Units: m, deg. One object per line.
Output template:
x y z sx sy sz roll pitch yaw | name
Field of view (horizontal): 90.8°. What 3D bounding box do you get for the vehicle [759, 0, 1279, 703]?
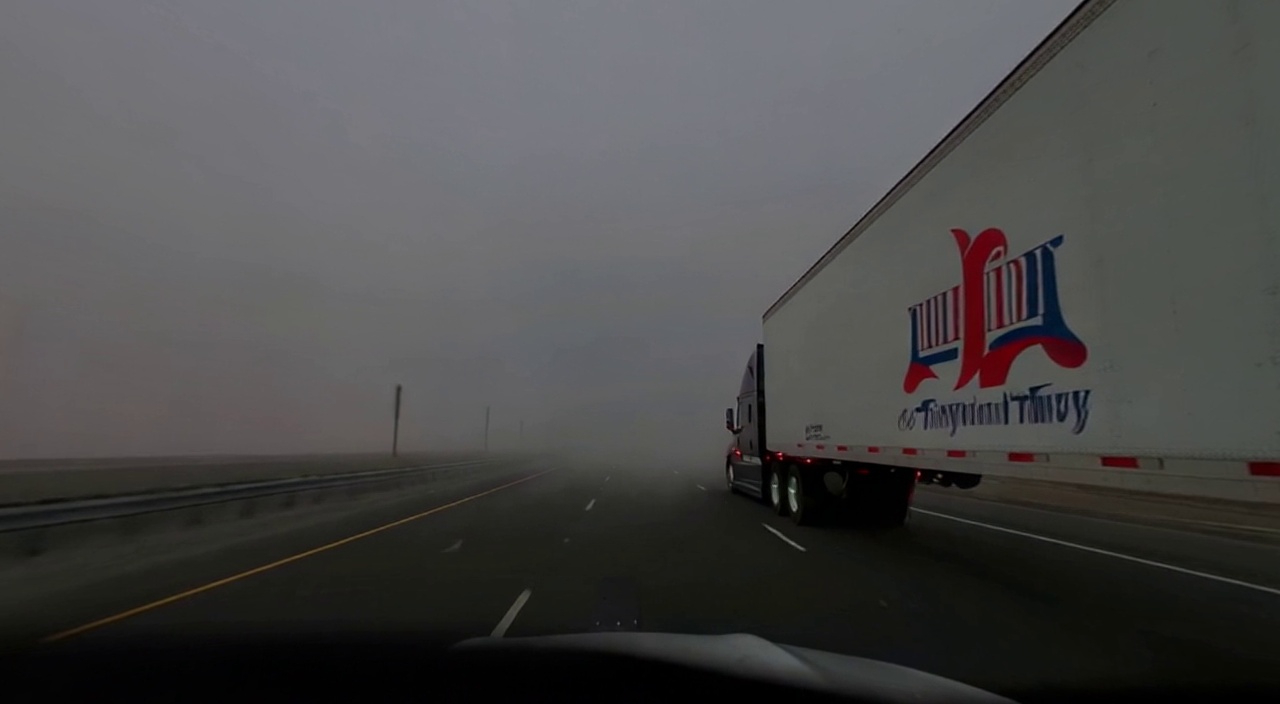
3.982 0.285 6.831 2.962 4.132 12.720 0 -8 0 | vehicle
